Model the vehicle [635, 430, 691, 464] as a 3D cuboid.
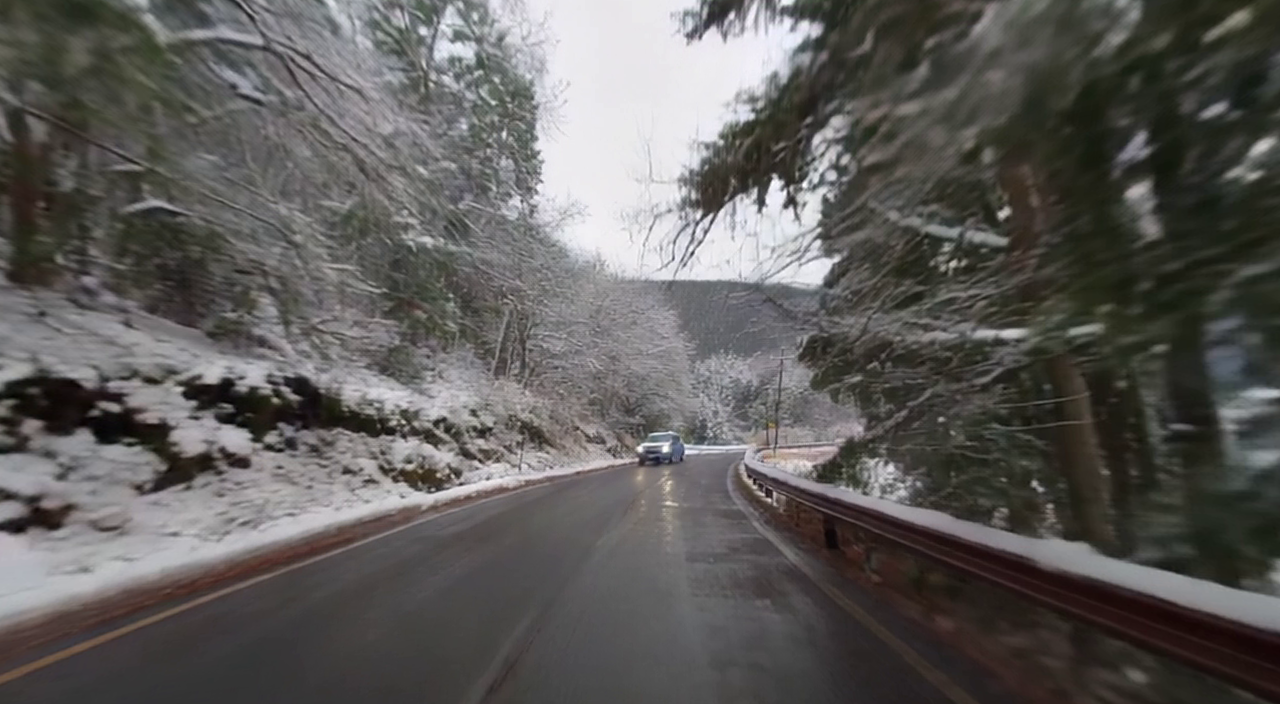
[{"bbox_3d":[1.429,5.457,36.269,2.251,1.799,4.776,-3,-9,14],"label":"vehicle"}]
